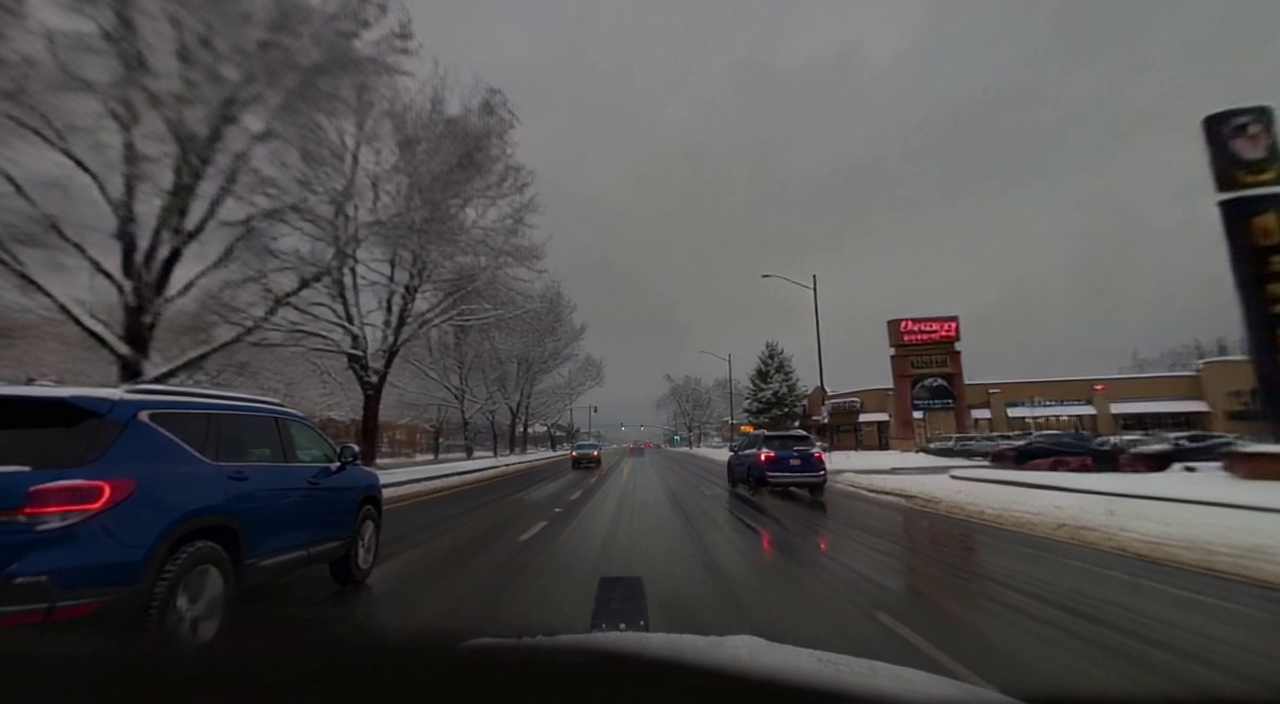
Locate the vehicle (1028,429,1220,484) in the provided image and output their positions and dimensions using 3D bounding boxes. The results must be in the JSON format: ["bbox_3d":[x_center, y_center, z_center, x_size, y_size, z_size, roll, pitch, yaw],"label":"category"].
[{"bbox_3d":[13.660,2.962,17.960,4.040,1.497,1.702,0,-8,-1],"label":"vehicle"}]

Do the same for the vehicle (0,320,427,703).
[{"bbox_3d":[-3.843,1.138,5.558,2.210,1.925,4.838,0,-8,0],"label":"vehicle"}]

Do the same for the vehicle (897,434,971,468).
[{"bbox_3d":[15.655,5.283,33.849,1.897,1.662,4.504,0,-8,2],"label":"vehicle"}]

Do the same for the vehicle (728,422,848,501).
[{"bbox_3d":[3.672,2.814,16.576,2.024,1.773,4.431,0,-8,0],"label":"vehicle"}]

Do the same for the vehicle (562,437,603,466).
[{"bbox_3d":[-3.640,6.406,40.626,2.112,1.775,4.404,0,-8,1],"label":"vehicle"}]
